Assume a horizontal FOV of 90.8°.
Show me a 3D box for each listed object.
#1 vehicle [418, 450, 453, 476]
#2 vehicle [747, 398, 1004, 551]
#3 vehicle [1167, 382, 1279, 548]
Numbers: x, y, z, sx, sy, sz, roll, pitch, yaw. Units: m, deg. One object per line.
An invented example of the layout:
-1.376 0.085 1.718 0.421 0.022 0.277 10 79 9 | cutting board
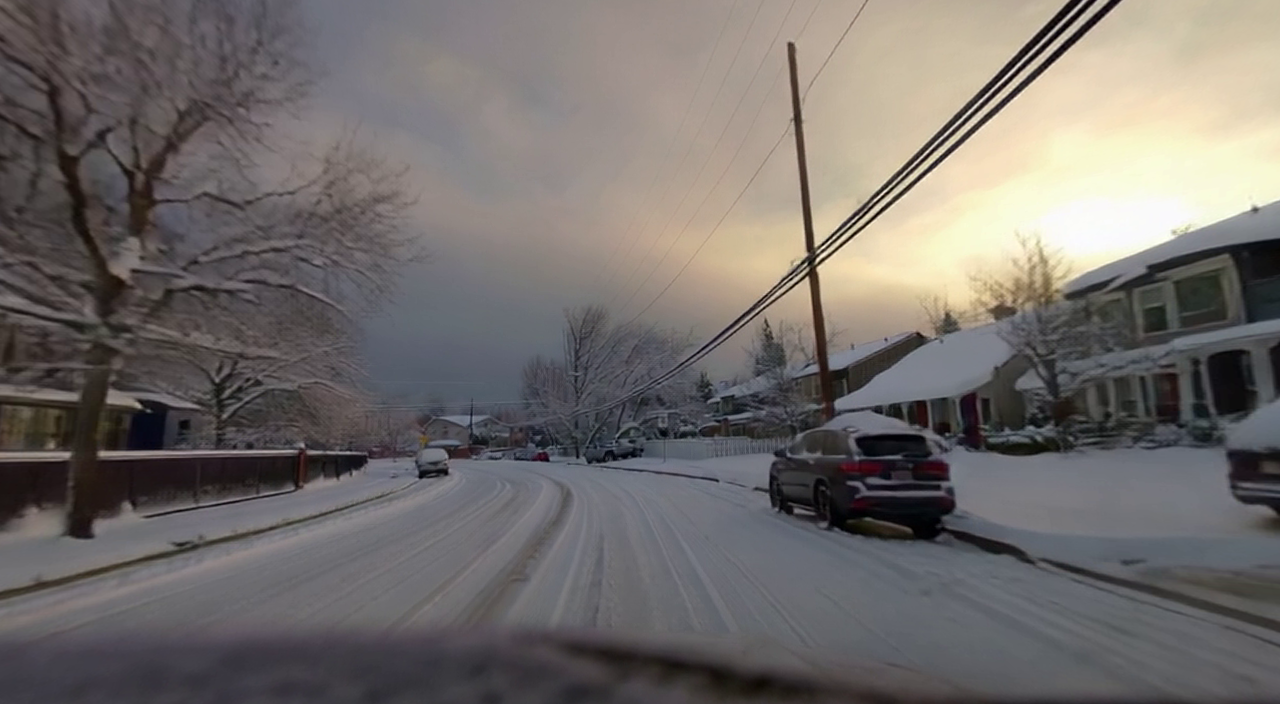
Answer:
-12.656 6.826 39.109 1.902 1.434 4.313 2 -8 -17 | vehicle
3.492 1.912 10.657 2.214 1.962 4.733 0 -8 -4 | vehicle
9.547 1.066 7.263 4.934 1.763 2.191 -6 -5 -2 | vehicle
